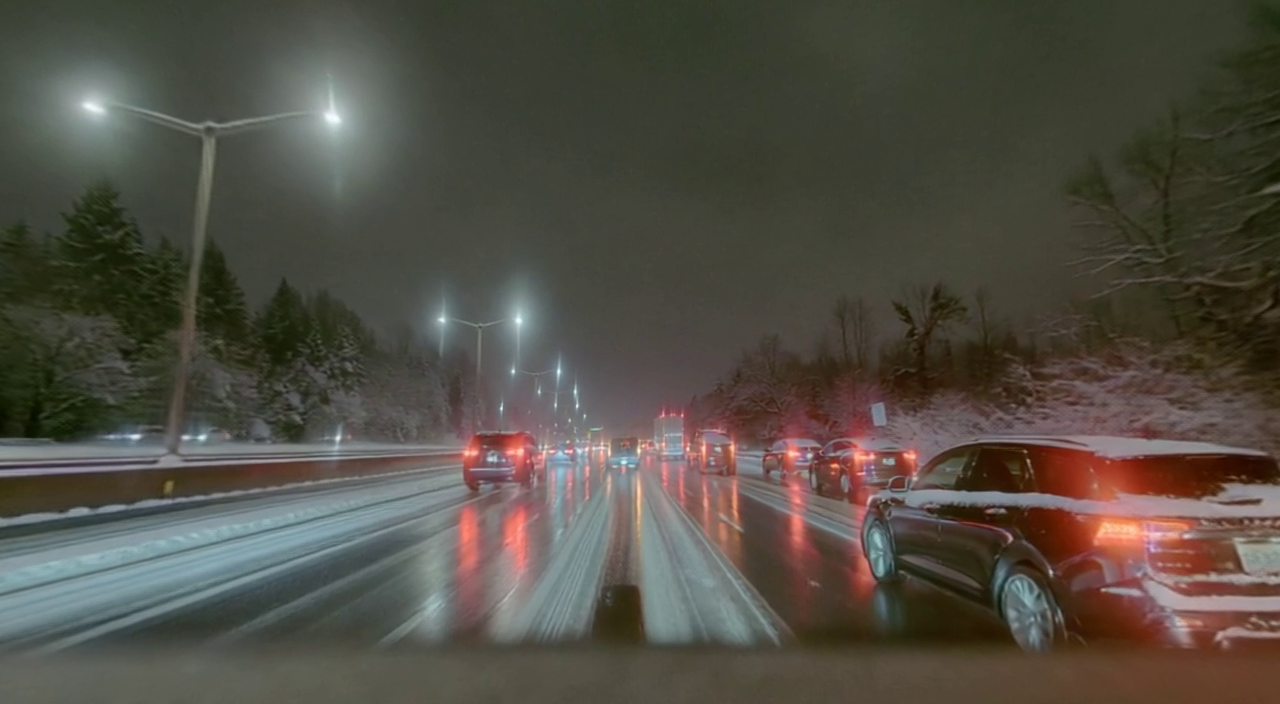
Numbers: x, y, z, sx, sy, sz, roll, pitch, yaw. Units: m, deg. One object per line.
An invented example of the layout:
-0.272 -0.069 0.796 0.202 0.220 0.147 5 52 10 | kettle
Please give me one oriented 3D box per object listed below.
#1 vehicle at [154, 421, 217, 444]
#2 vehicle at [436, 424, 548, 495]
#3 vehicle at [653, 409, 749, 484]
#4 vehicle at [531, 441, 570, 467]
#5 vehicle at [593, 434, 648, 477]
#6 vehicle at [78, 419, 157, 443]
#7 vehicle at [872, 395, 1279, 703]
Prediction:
-32.740 5.864 45.485 1.740 1.488 3.985 1 -9 -3 | vehicle
-4.115 3.093 18.473 2.176 1.783 4.799 0 -9 -1 | vehicle
2.830 5.067 34.043 3.426 3.279 12.313 1 -8 -2 | vehicle
-5.411 6.227 38.486 1.907 1.484 3.954 0 -9 -1 | vehicle
-0.826 4.482 27.472 2.235 1.682 4.094 0 -9 -1 | vehicle
-36.864 5.622 44.576 1.834 1.555 4.465 0 -9 -2 | vehicle
3.100 1.103 3.381 2.031 1.504 4.327 0 -9 0 | vehicle
